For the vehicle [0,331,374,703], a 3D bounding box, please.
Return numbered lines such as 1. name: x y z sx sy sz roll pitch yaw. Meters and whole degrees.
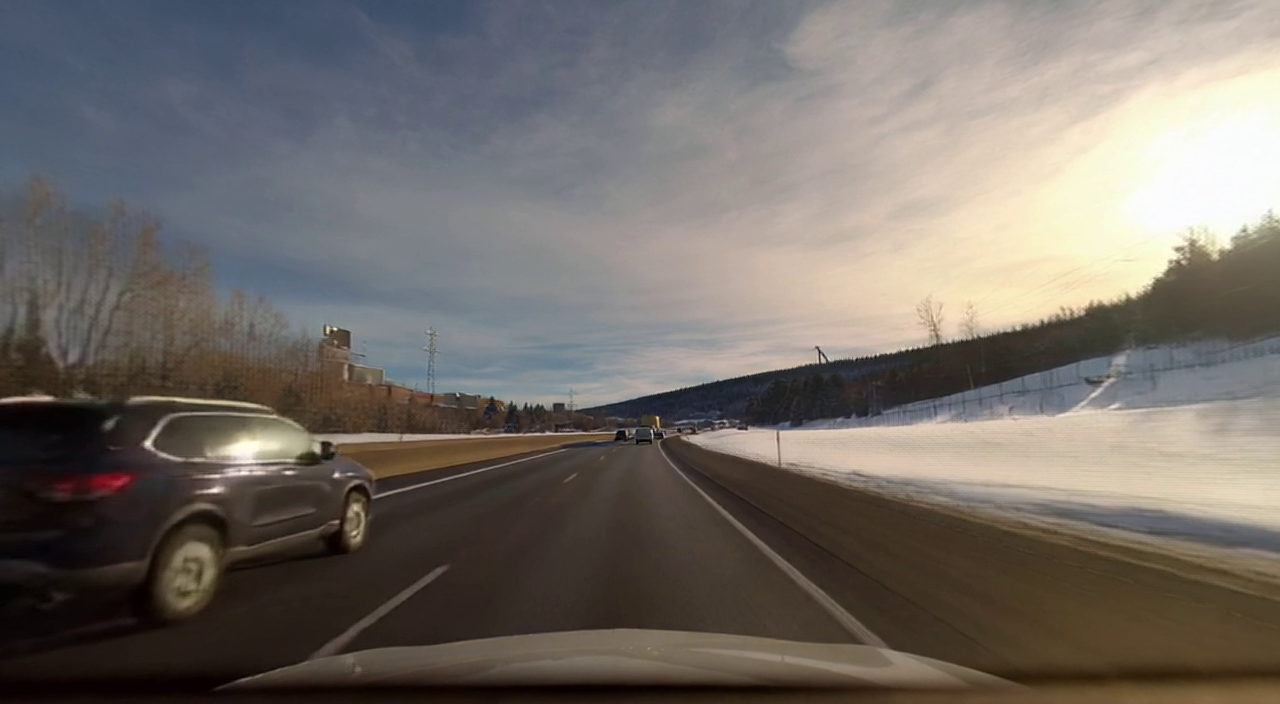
1. vehicle: -3.860 0.998 4.561 2.018 1.678 4.312 0 -8 -1
